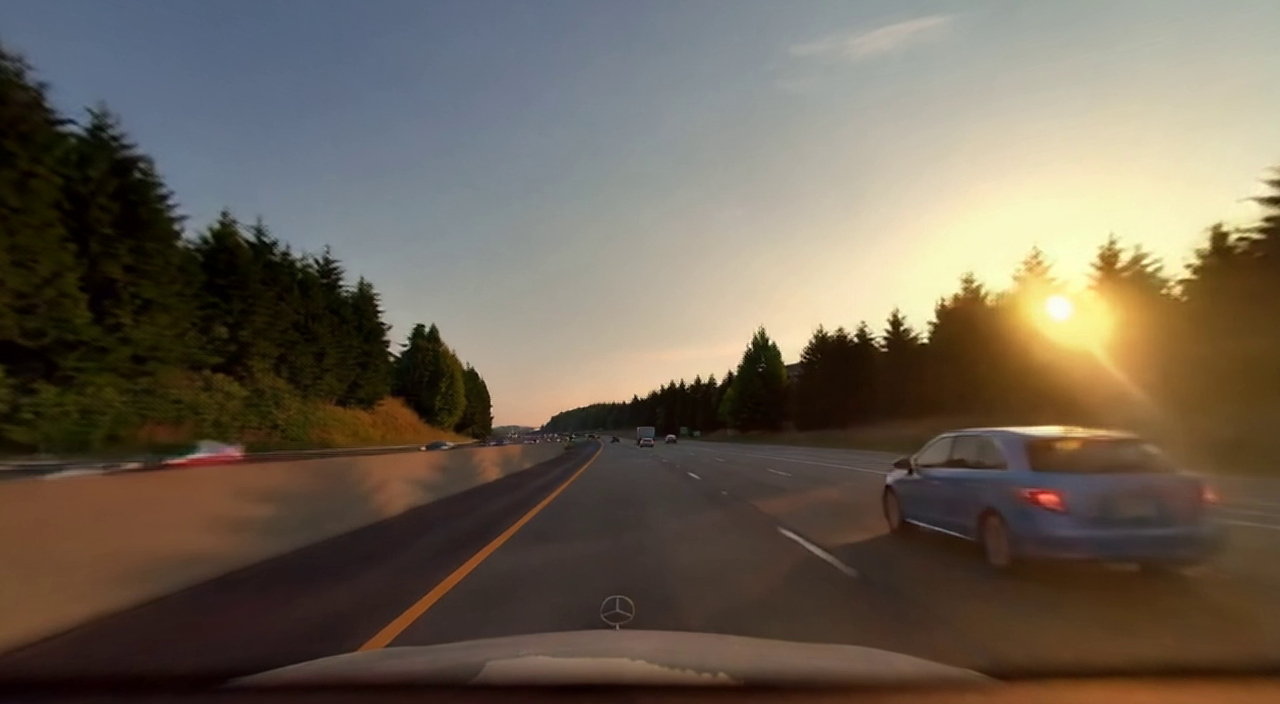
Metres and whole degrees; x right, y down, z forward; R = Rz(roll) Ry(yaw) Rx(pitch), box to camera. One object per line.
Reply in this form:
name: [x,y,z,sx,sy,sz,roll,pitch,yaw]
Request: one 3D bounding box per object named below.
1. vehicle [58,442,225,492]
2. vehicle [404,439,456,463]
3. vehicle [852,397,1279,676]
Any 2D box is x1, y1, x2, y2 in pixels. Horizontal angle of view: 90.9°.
vehicle: [-16.869,3.863,21.732,1.917,1.484,4.826,0,-8,-1]
vehicle: [-13.689,6.454,41.314,1.905,1.464,4.510,0,-8,-1]
vehicle: [3.670,1.309,5.673,1.958,1.526,4.227,0,-8,-1]
